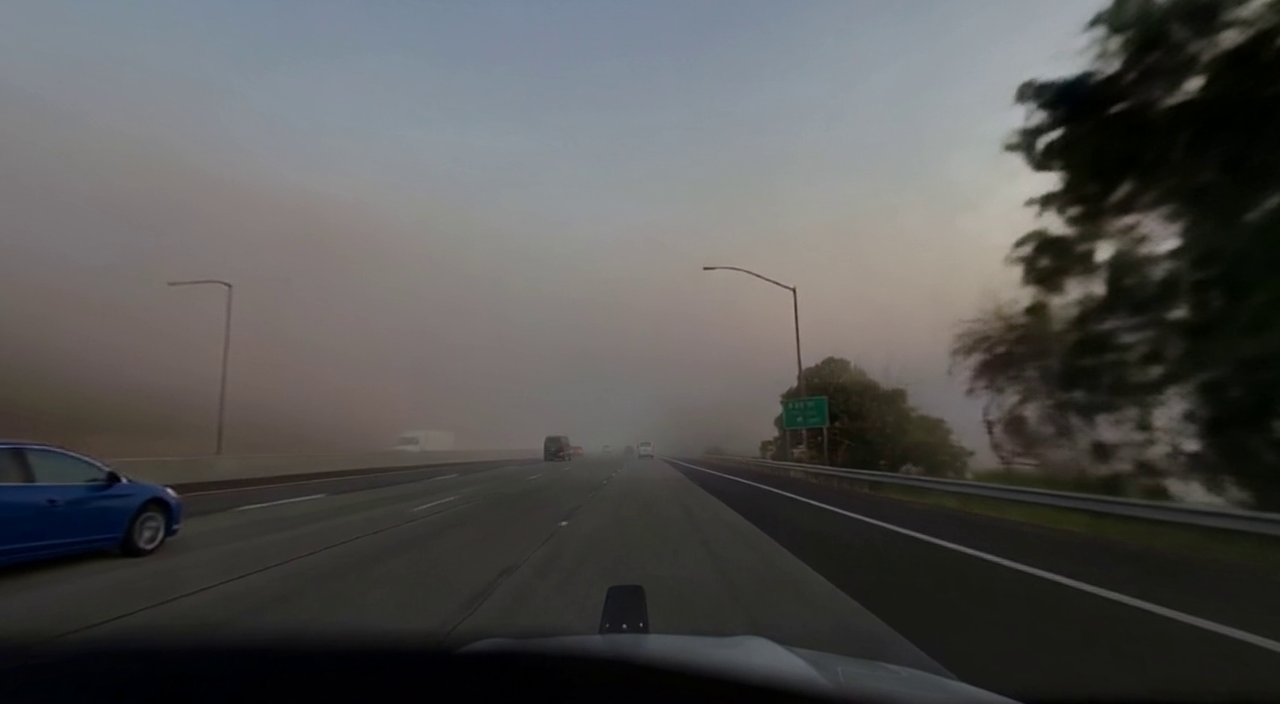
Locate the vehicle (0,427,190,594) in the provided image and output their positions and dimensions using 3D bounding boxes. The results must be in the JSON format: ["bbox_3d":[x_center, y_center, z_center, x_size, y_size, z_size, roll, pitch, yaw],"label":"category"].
[{"bbox_3d":[-6.754,1.419,5.599,1.981,1.486,4.735,0,-8,1],"label":"vehicle"}]
